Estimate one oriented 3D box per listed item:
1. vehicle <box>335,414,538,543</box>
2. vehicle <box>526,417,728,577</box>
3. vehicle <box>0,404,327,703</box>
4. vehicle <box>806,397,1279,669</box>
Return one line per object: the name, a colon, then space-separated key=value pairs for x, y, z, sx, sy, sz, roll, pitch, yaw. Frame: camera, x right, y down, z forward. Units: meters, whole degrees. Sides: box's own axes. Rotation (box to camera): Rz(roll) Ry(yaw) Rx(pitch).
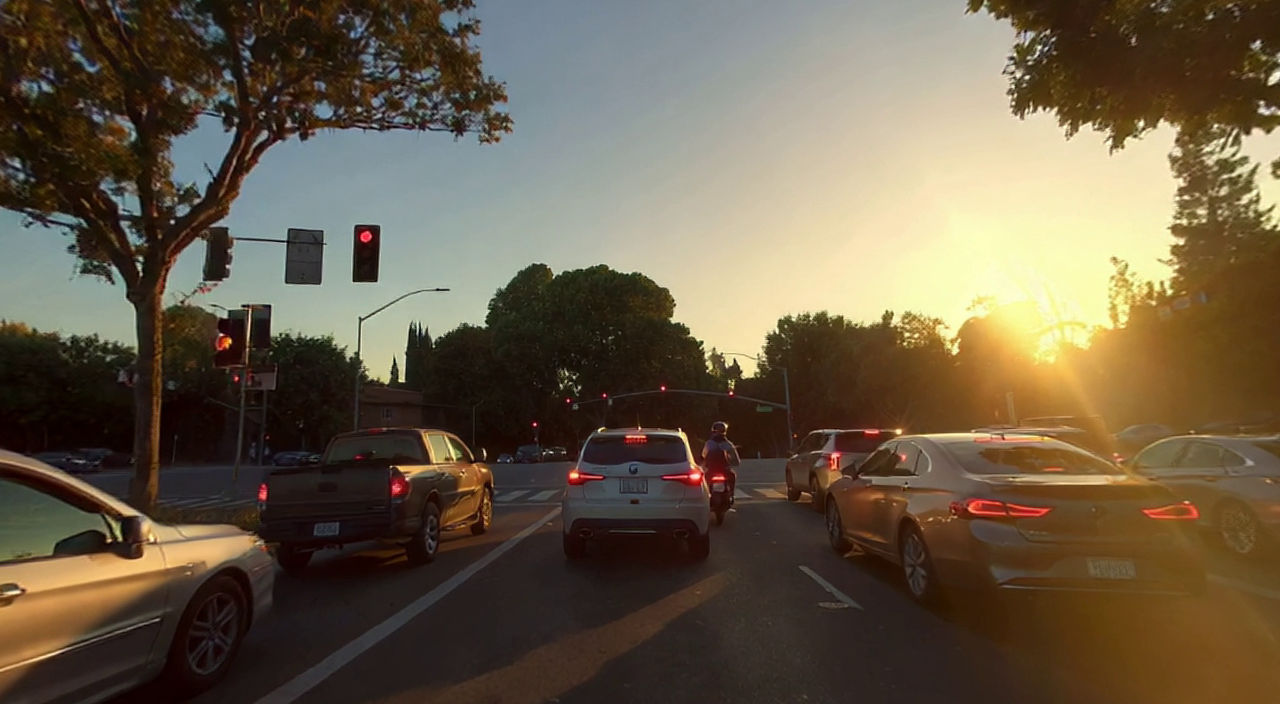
vehicle: x=-3.226 y=2.111 z=11.171 sx=2.048 sy=1.805 sz=4.405 roll=0 pitch=-8 yaw=1
vehicle: x=-0.101 y=1.800 z=8.556 sx=2.106 sy=1.655 sz=3.717 roll=0 pitch=-8 yaw=1
vehicle: x=-3.350 y=0.951 z=2.368 sx=1.863 sy=1.495 sz=4.667 roll=0 pitch=-8 yaw=1
vehicle: x=3.223 y=1.442 z=6.193 sx=2.006 sy=1.659 sz=4.462 roll=0 pitch=-8 yaw=1
